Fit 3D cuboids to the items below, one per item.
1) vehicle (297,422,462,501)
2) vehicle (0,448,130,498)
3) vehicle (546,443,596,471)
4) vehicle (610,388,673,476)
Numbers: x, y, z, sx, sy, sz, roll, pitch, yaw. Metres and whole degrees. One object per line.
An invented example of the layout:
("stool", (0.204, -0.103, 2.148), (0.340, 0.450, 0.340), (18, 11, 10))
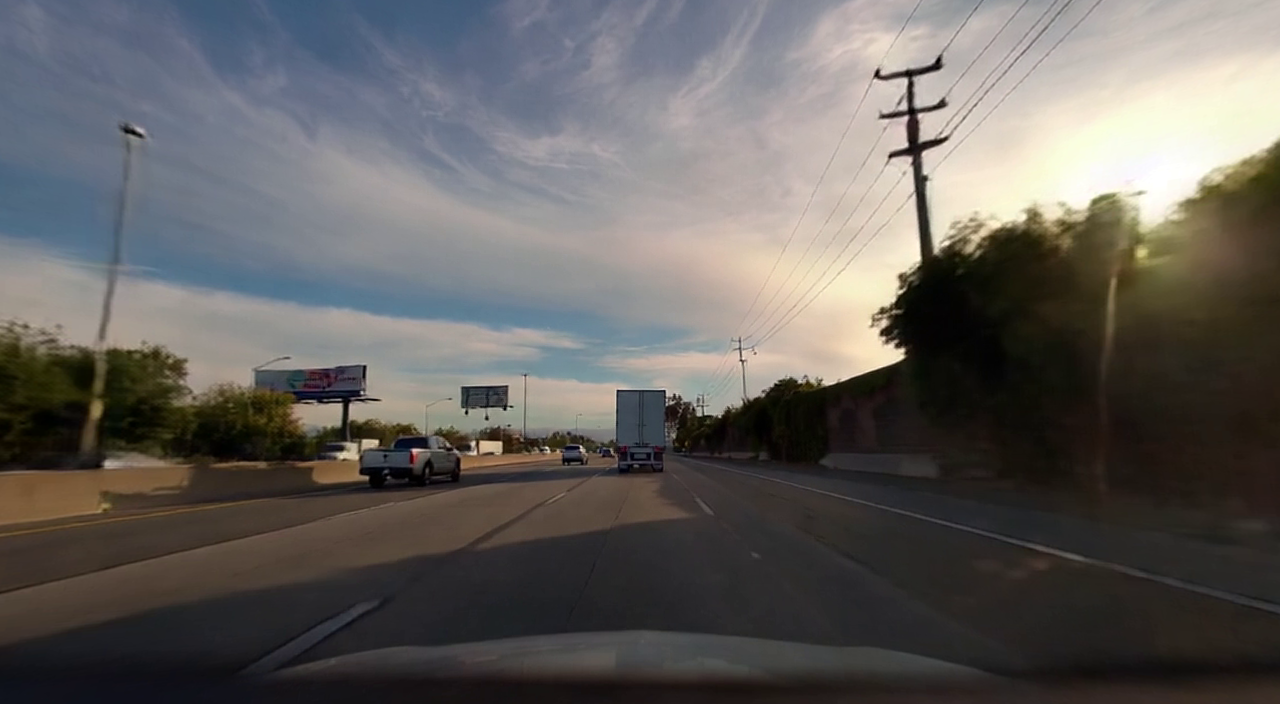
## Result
("vehicle", (-7.289, 3.127, 18.574), (2.263, 1.936, 5.802), (0, -8, 2))
("vehicle", (-18.869, 3.830, 20.378), (1.555, 1.411, 3.783), (0, -8, 1))
("vehicle", (-3.776, 5.857, 35.391), (2.138, 1.469, 4.677), (-1, -8, 2))
("vehicle", (0.159, 4.473, 34.698), (2.879, 4.027, 11.243), (0, -8, 1))
